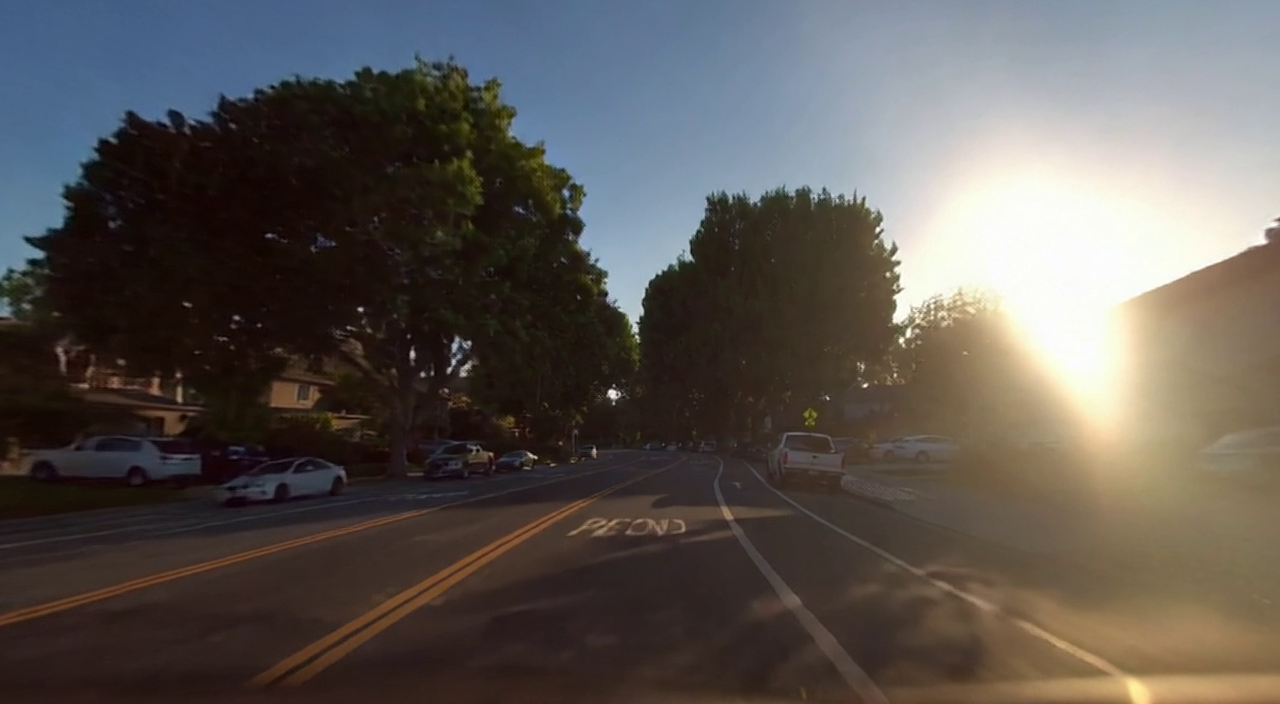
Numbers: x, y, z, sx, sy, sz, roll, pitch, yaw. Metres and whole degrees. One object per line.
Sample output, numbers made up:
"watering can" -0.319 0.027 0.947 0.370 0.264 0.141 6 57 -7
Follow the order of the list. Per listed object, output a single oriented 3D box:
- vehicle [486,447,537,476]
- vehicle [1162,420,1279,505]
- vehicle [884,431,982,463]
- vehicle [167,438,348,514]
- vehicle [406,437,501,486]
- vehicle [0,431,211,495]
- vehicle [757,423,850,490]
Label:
"vehicle" -7.854 6.706 38.866 1.967 1.488 4.216 -6 -9 3
"vehicle" 13.744 2.119 12.420 4.810 1.550 2.018 -2 -8 9
"vehicle" 16.827 5.498 36.408 4.637 1.661 2.158 -3 -8 11
"vehicle" -10.710 3.475 18.162 2.105 1.776 4.657 -4 -9 4
"vehicle" -8.980 5.319 30.912 2.450 1.998 5.367 -6 -9 7
"vehicle" -17.276 3.551 20.443 5.192 1.915 2.200 -1 -8 6
"vehicle" 5.949 3.890 23.868 2.574 2.156 6.672 -2 -8 8
